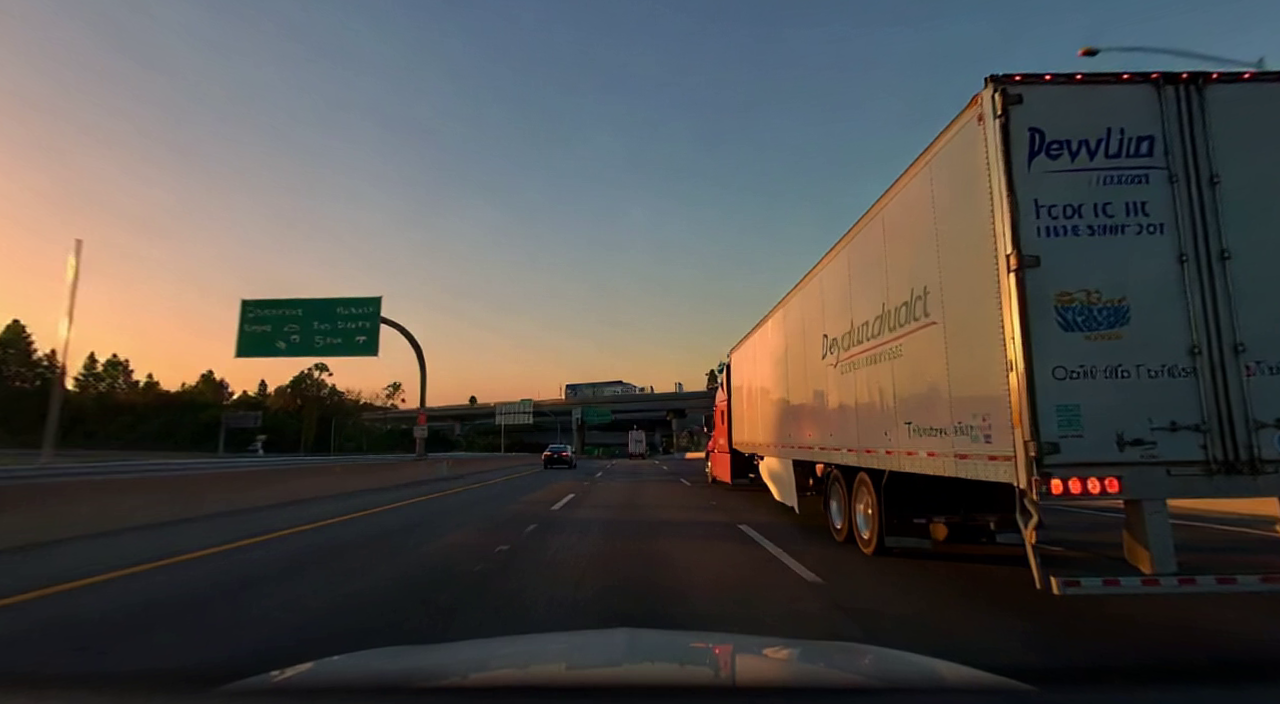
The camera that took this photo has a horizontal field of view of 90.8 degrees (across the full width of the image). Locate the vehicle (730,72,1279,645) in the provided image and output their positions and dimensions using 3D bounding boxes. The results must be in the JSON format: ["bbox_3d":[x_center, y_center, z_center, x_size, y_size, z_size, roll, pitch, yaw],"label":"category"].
[{"bbox_3d":[3.962,0.829,10.806,2.962,4.132,12.720,0,-8,0],"label":"vehicle"}]

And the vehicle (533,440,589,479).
[{"bbox_3d":[-3.527,4.886,28.955,2.030,1.657,3.926,0,-8,0],"label":"vehicle"}]
